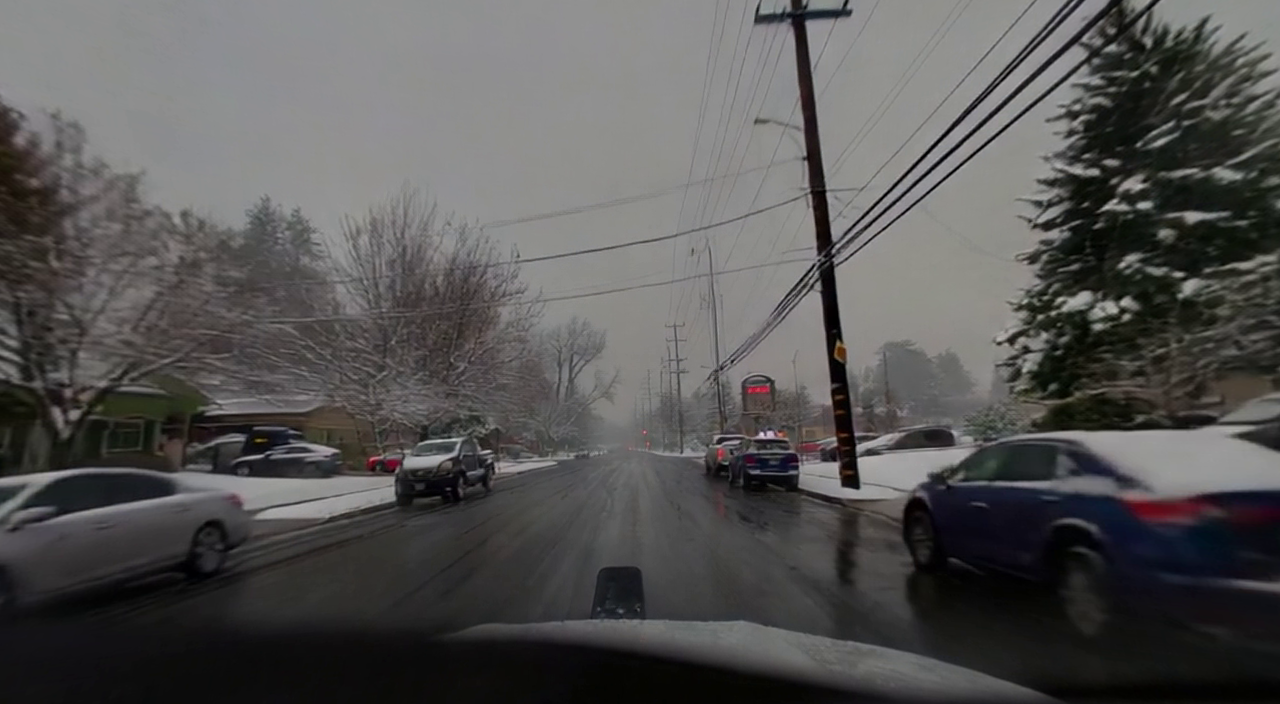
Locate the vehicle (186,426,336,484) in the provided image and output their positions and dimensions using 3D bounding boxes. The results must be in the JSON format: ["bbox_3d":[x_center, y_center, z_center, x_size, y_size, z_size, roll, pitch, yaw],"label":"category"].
[{"bbox_3d":[-17.968,4.898,30.179,5.548,2.609,2.235,1,-9,-8],"label":"vehicle"}]

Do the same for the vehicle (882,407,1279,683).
[{"bbox_3d":[4.050,1.417,5.721,2.021,1.563,4.088,0,-9,-1],"label":"vehicle"}]

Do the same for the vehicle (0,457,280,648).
[{"bbox_3d":[-6.043,1.828,6.286,2.048,1.438,4.728,-2,-9,1],"label":"vehicle"}]

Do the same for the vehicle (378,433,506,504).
[{"bbox_3d":[-6.027,3.619,20.078,2.322,1.913,5.582,0,-9,-1],"label":"vehicle"}]

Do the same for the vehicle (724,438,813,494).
[{"bbox_3d":[3.889,3.523,19.775,1.848,1.550,4.054,0,-9,-1],"label":"vehicle"}]

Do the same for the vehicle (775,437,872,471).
[{"bbox_3d":[9.383,5.276,32.372,4.270,1.541,2.069,3,-10,-7],"label":"vehicle"}]
